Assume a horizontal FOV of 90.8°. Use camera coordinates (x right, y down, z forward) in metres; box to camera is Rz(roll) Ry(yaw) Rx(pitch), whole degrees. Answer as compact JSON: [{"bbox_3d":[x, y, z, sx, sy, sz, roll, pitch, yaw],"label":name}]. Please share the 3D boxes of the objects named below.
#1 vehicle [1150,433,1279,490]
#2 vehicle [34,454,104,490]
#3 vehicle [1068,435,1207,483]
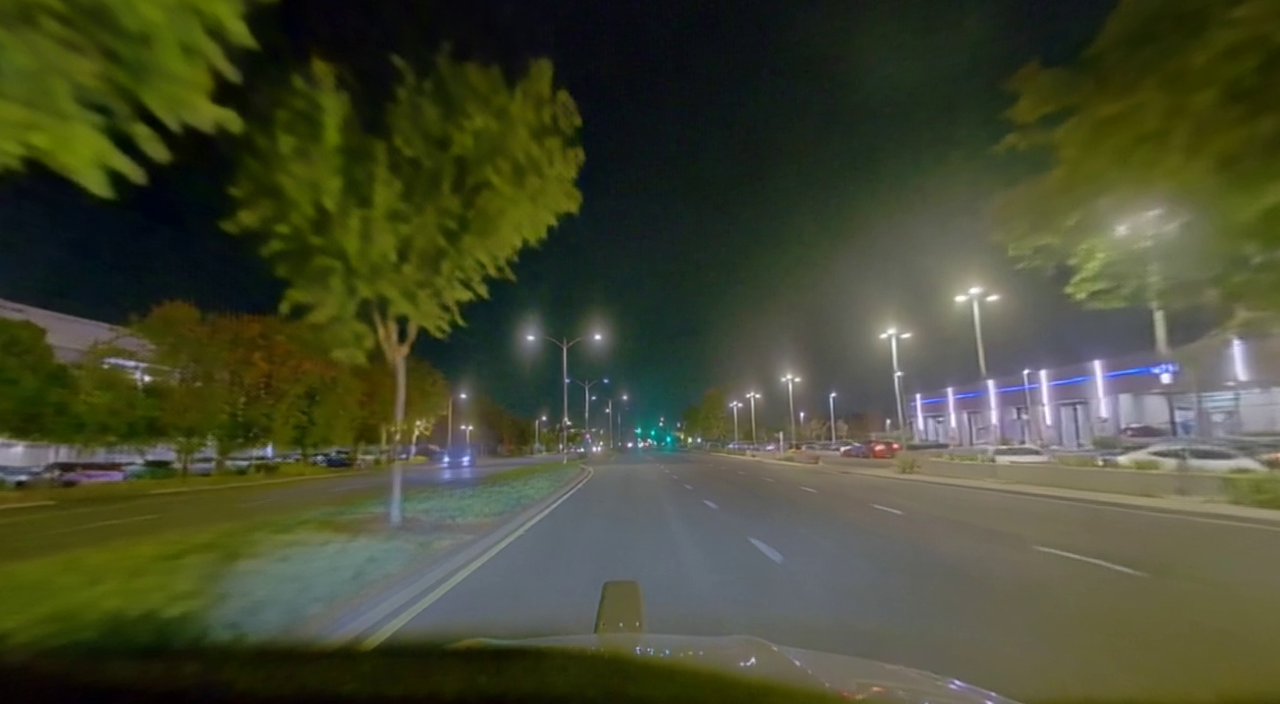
[{"bbox_3d":[18.362,3.394,19.889,4.197,1.612,1.784,4,-9,-25],"label":"vehicle"},{"bbox_3d":[-29.870,6.234,33.177,1.862,1.654,4.229,5,-10,-32],"label":"vehicle"},{"bbox_3d":[17.791,3.765,22.563,4.569,1.529,2.036,4,-9,-27],"label":"vehicle"}]
